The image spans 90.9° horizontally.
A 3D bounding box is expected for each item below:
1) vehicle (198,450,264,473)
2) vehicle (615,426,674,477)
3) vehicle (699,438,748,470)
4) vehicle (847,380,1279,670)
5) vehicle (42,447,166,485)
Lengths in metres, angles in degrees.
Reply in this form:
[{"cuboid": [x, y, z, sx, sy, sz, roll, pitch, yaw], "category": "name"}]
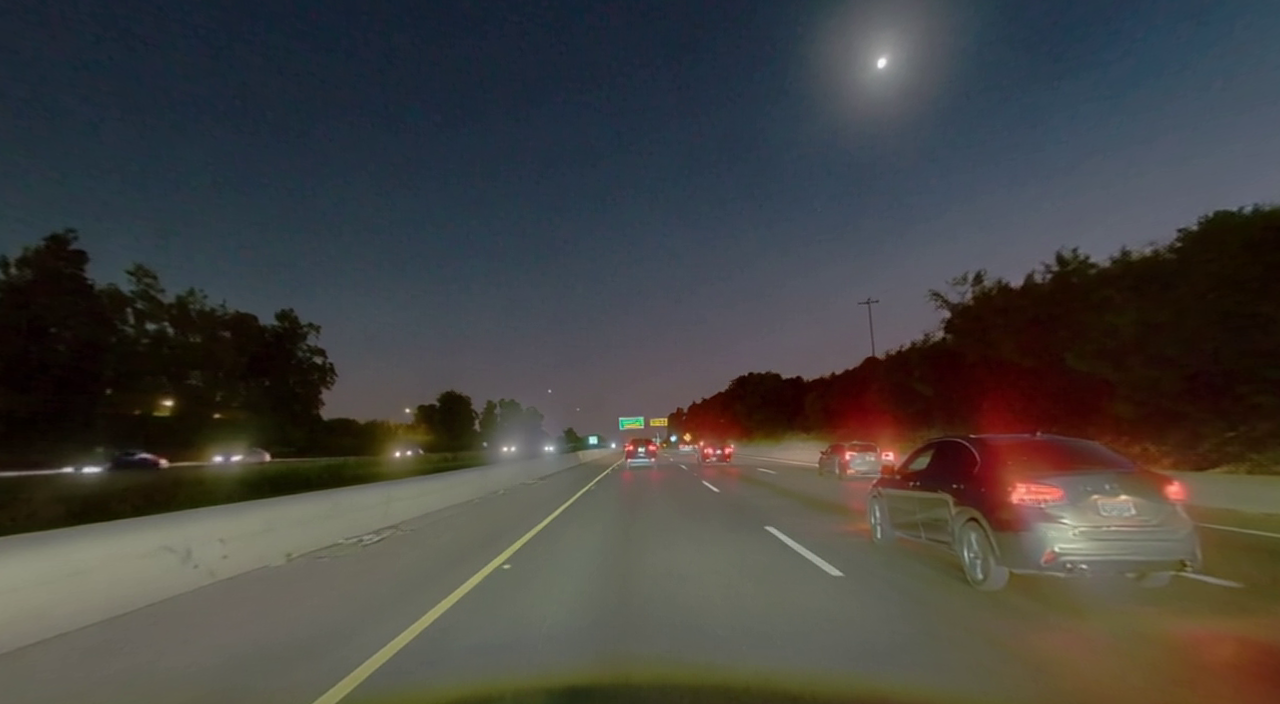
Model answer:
[{"cuboid": [-31.134, 8.329, 48.190, 2.027, 1.619, 4.468, 0, -8, 0], "category": "vehicle"}, {"cuboid": [0.167, 4.007, 25.518, 2.189, 1.852, 4.038, 0, -8, 0], "category": "vehicle"}, {"cuboid": [4.146, 5.121, 31.896, 1.825, 1.487, 4.034, 0, -8, -1], "category": "vehicle"}, {"cuboid": [3.700, 1.314, 5.928, 2.003, 1.661, 4.418, 0, -8, 0], "category": "vehicle"}, {"cuboid": [-27.031, 5.739, 32.085, 2.133, 1.710, 4.731, 0, -8, 0], "category": "vehicle"}]
